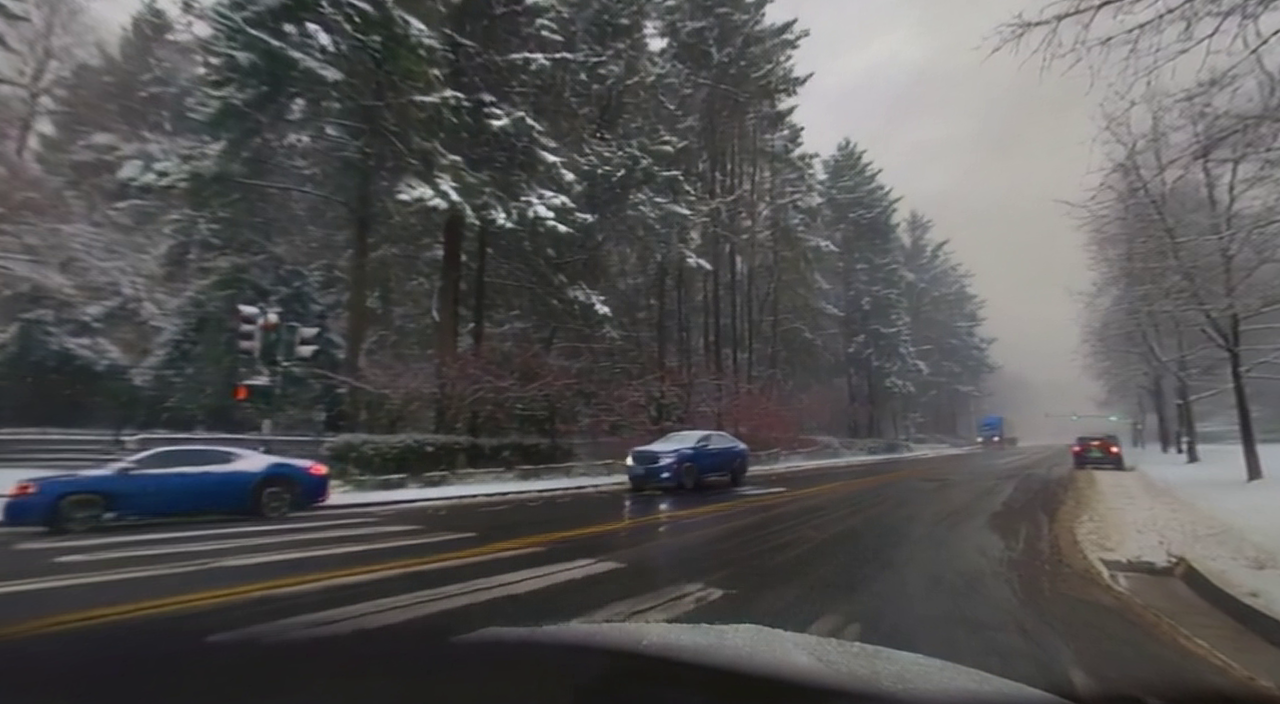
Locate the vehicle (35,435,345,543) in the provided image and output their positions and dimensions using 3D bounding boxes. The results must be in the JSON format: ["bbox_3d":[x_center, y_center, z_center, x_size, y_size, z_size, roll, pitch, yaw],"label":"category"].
[{"bbox_3d":[-7.222,2.110,10.394,1.757,1.410,3.816,-8,-12,44],"label":"vehicle"}]

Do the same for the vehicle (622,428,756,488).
[{"bbox_3d":[1.701,3.385,20.499,2.145,1.687,4.662,-7,-10,37],"label":"vehicle"}]

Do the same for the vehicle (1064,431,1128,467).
[{"bbox_3d":[20.738,4.398,28.691,2.098,1.509,4.389,-6,-10,35],"label":"vehicle"}]
